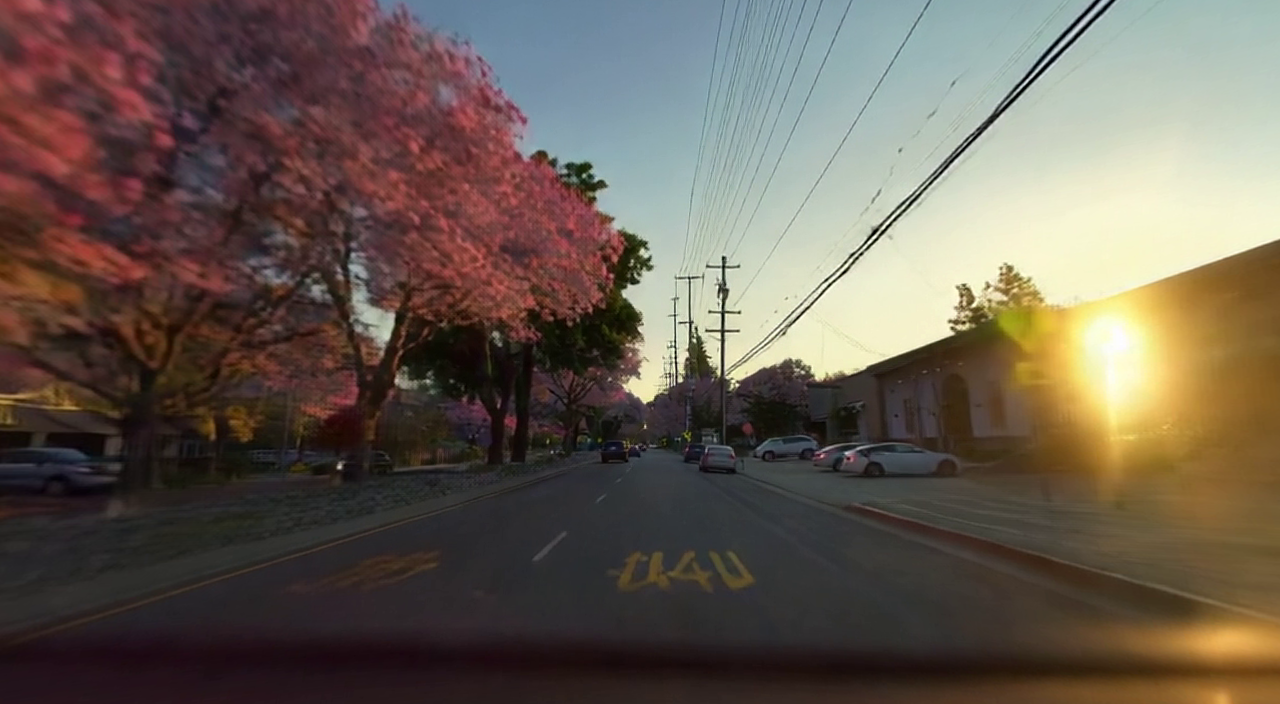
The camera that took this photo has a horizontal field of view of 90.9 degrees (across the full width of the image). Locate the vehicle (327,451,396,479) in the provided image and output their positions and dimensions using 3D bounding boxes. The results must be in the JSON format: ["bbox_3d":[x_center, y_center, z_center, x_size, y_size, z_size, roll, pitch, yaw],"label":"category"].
[{"bbox_3d":[-16.285,6.617,37.074,1.954,1.497,4.613,0,-9,0],"label":"vehicle"}]

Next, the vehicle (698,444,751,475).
[{"bbox_3d":[4.167,5.369,31.719,2.042,1.465,4.455,0,-9,0],"label":"vehicle"}]

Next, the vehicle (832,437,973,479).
[{"bbox_3d":[9.757,3.977,23.691,4.430,1.480,1.923,0,-9,-2],"label":"vehicle"}]

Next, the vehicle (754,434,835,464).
[{"bbox_3d":[10.085,6.383,41.464,4.818,1.847,2.257,0,-9,2],"label":"vehicle"}]

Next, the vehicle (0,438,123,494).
[{"bbox_3d":[-22.407,4.119,23.334,2.195,1.770,4.957,0,-7,1],"label":"vehicle"}]

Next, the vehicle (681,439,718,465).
[{"bbox_3d":[4.471,7.643,48.295,2.280,1.904,5.779,0,-9,0],"label":"vehicle"}]

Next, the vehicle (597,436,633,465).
[{"bbox_3d":[-1.693,6.937,44.459,2.202,1.961,4.980,0,-9,1],"label":"vehicle"}]
